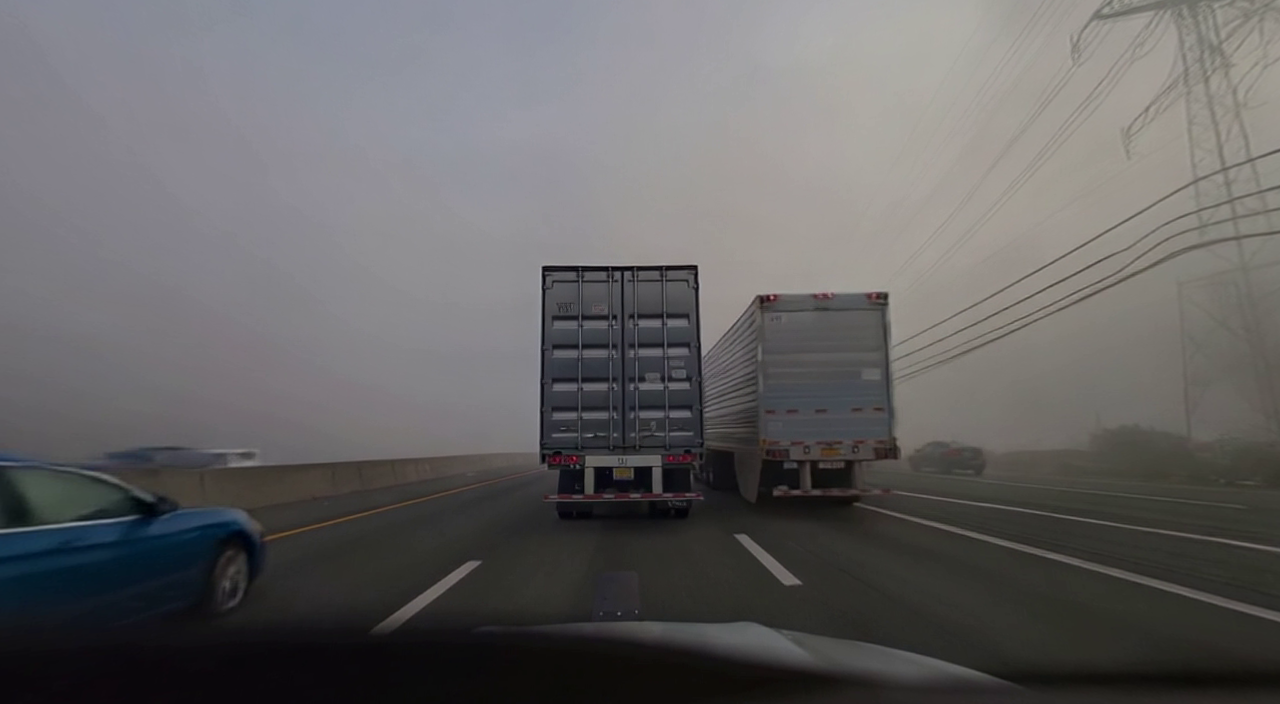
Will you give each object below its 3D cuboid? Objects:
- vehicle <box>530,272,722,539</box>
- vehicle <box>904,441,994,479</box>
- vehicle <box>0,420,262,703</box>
[{"bbox_3d":[-0.215,1.646,15.660,2.841,4.071,12.046,0,-9,0],"label":"vehicle"},{"bbox_3d":[12.781,4.485,26.439,1.766,1.452,3.703,0,-9,-2],"label":"vehicle"},{"bbox_3d":[-4.184,1.068,2.975,1.993,1.475,4.540,0,-9,0],"label":"vehicle"}]
